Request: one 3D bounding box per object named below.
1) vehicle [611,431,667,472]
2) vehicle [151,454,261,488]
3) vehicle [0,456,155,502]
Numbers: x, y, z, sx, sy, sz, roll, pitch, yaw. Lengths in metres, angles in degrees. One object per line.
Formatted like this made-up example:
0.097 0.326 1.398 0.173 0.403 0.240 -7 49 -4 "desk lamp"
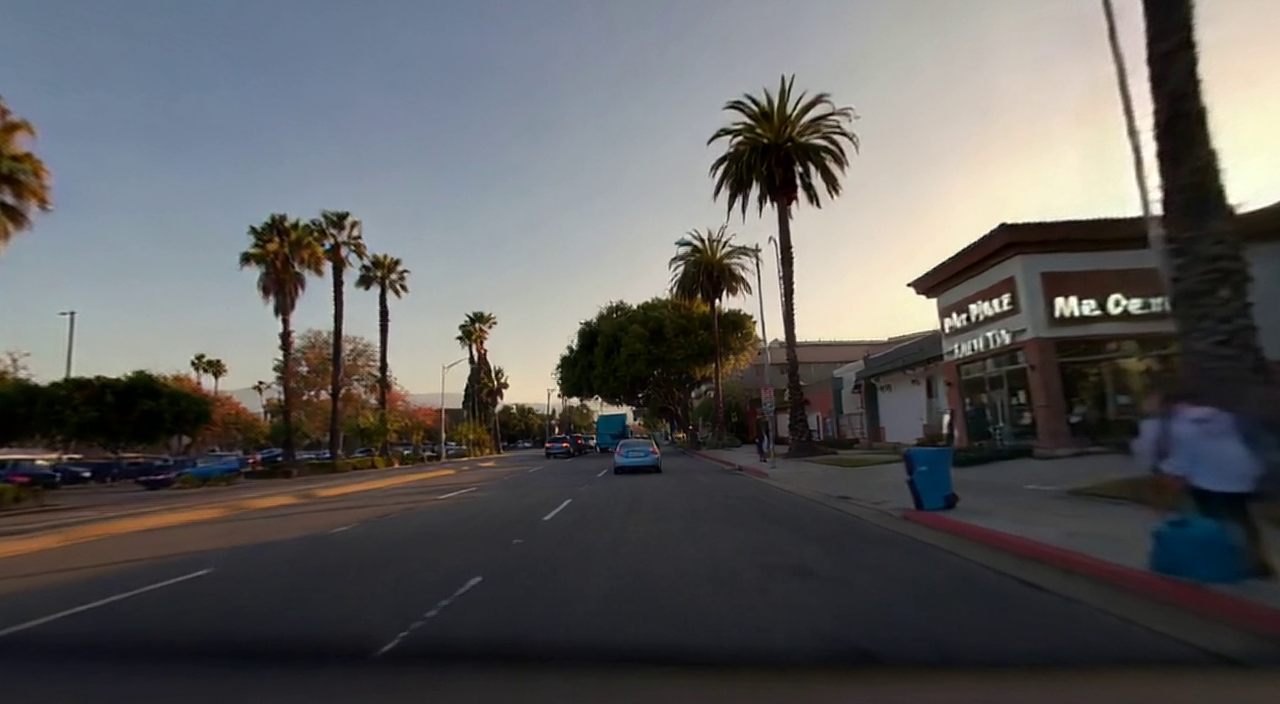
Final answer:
-0.018 4.088 25.974 2.144 1.514 4.063 -1 -8 1 "vehicle"
-21.750 5.962 31.727 4.320 1.496 2.046 4 -10 -29 "vehicle"
-21.511 4.777 23.802 4.440 1.498 2.001 2 -9 -20 "vehicle"
